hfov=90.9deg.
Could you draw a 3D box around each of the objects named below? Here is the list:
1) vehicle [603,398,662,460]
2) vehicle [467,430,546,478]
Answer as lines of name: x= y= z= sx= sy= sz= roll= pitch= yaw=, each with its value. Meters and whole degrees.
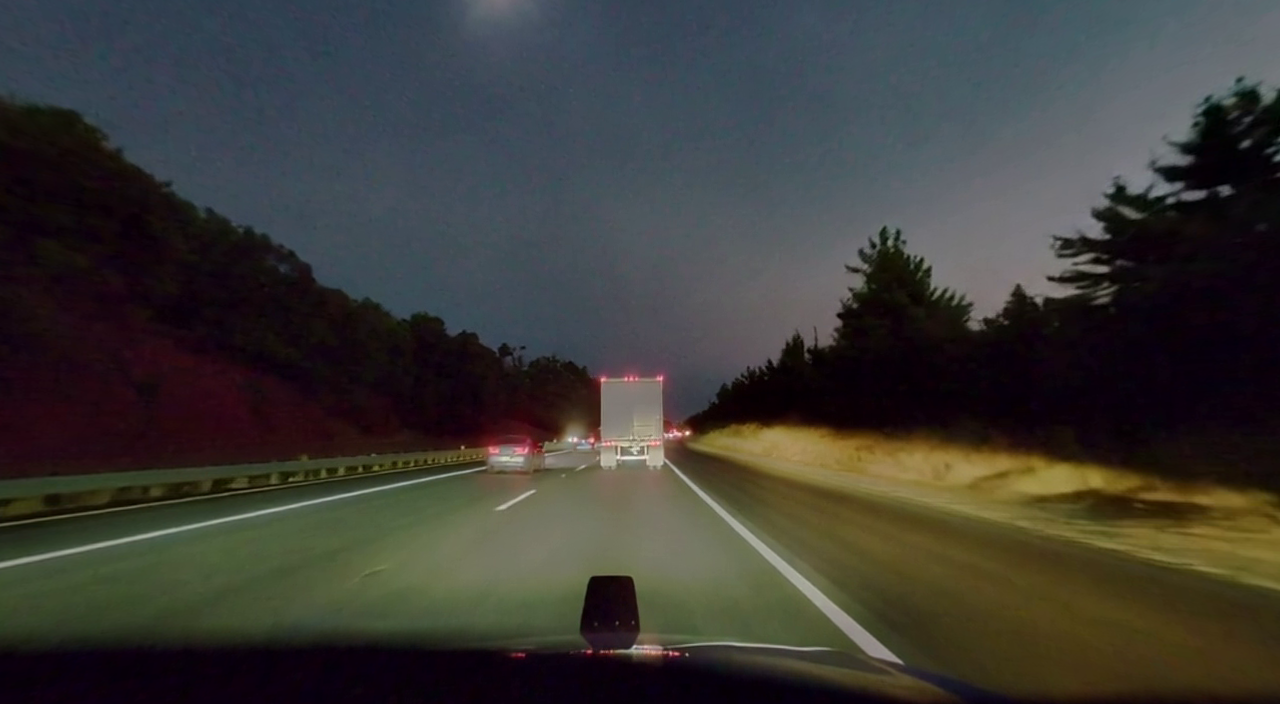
vehicle: x=-0.303 y=3.153 z=25.737 sx=2.319 sy=2.461 sz=1.270 roll=0 pitch=-8 yaw=0
vehicle: x=-4.508 y=3.488 z=21.898 sx=1.909 sy=1.520 sz=3.897 roll=0 pitch=-8 yaw=-1
